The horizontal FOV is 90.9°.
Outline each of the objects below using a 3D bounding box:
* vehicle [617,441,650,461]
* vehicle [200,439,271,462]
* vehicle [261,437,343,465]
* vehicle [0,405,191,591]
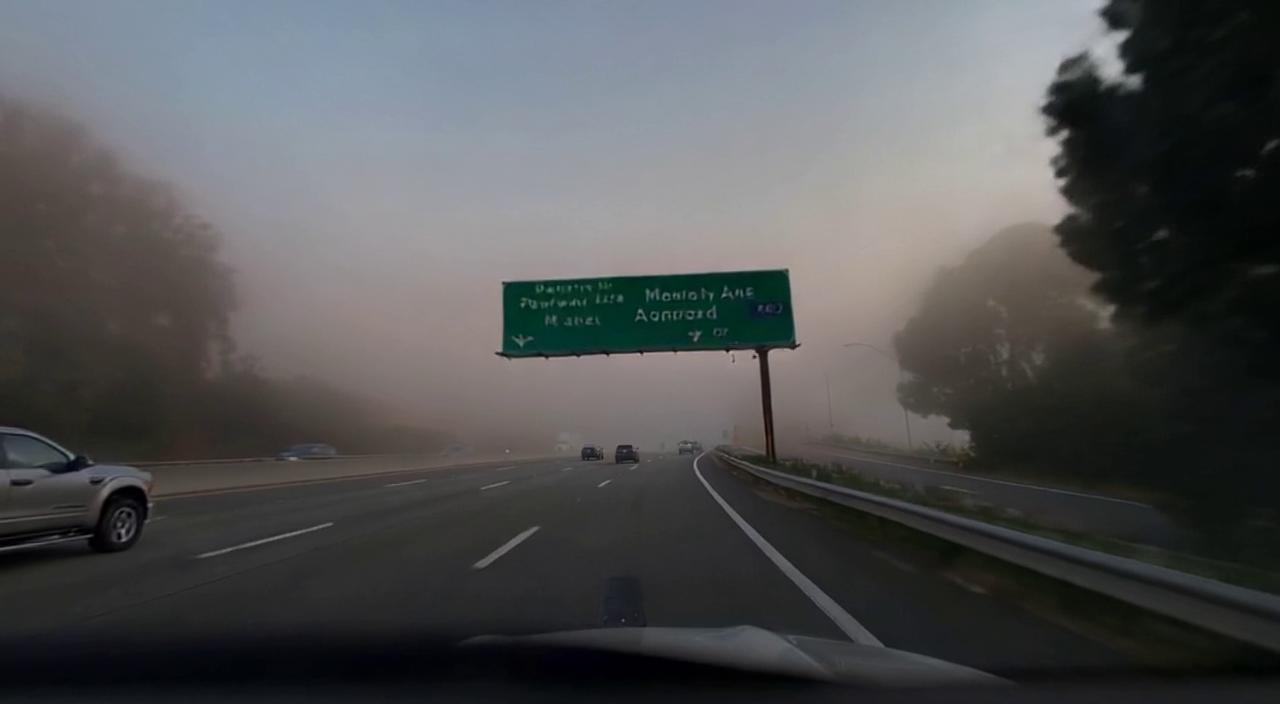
[{"bbox_3d":[-0.455,7.765,49.386,2.112,1.489,4.266,-1,-8,5],"label":"vehicle"},{"bbox_3d":[-28.707,6.990,44.914,1.843,1.589,4.515,-1,-8,4],"label":"vehicle"},{"bbox_3d":[-21.544,6.341,40.541,2.046,1.608,5.332,-1,-8,4],"label":"vehicle"},{"bbox_3d":[-6.651,1.264,5.394,1.923,1.630,4.857,0,-8,2],"label":"vehicle"}]
